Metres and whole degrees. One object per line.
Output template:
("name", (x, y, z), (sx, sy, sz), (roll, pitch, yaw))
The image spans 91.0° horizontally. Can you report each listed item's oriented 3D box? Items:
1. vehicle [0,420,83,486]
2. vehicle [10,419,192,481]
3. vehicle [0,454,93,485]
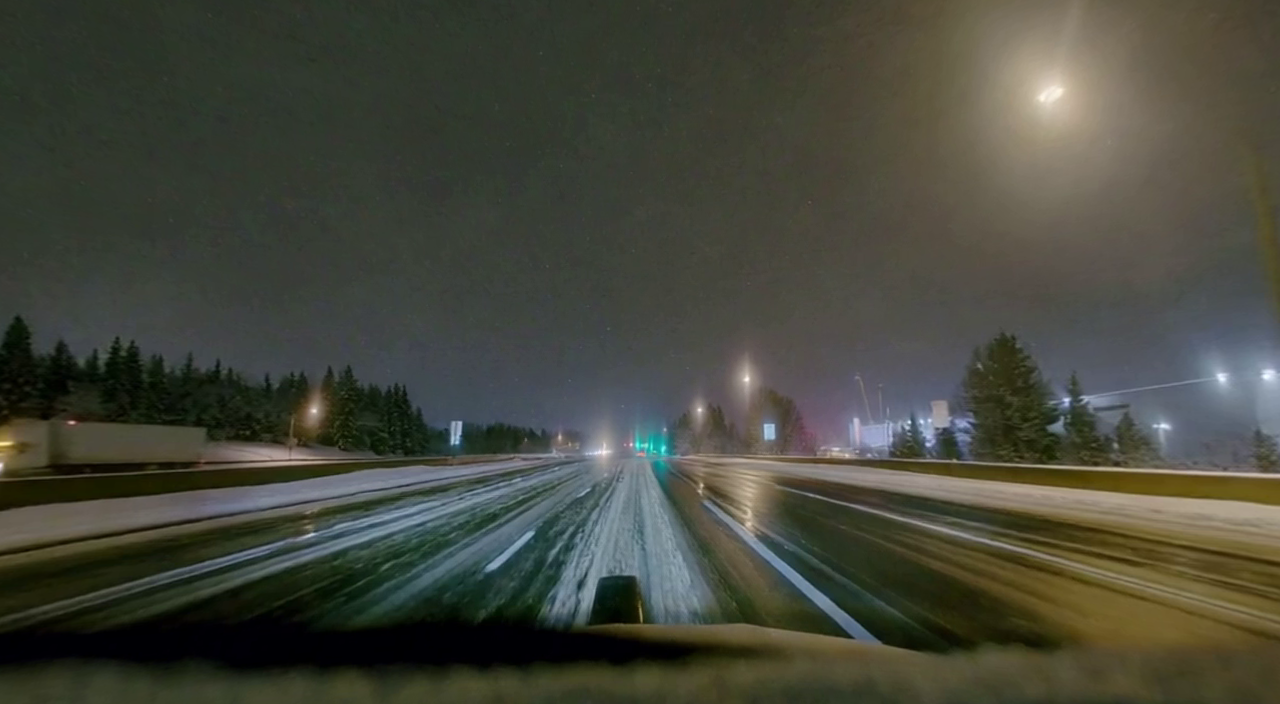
("vehicle", (-39.493, 6.345, 39.784), (2.934, 3.871, 5.987), (0, -9, -1))
("vehicle", (-39.483, 7.334, 47.179), (2.918, 4.003, 12.072), (0, -9, 0))
("vehicle", (-35.130, 6.869, 37.048), (1.862, 1.620, 4.443), (0, -9, 1))
